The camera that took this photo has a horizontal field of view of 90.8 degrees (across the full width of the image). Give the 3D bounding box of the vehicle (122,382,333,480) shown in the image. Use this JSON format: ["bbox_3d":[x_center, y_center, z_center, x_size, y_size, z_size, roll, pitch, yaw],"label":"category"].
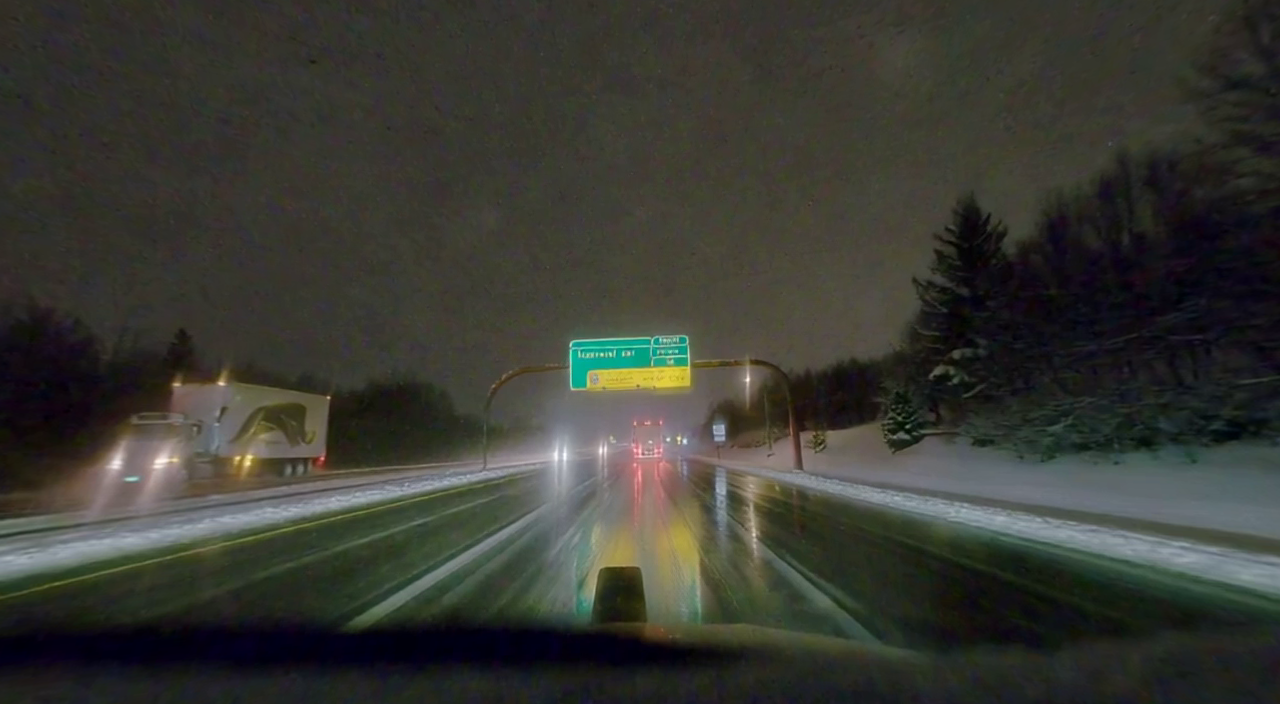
[{"bbox_3d":[-17.986,3.683,28.791,3.010,3.718,9.772,0,-8,0],"label":"vehicle"}]
